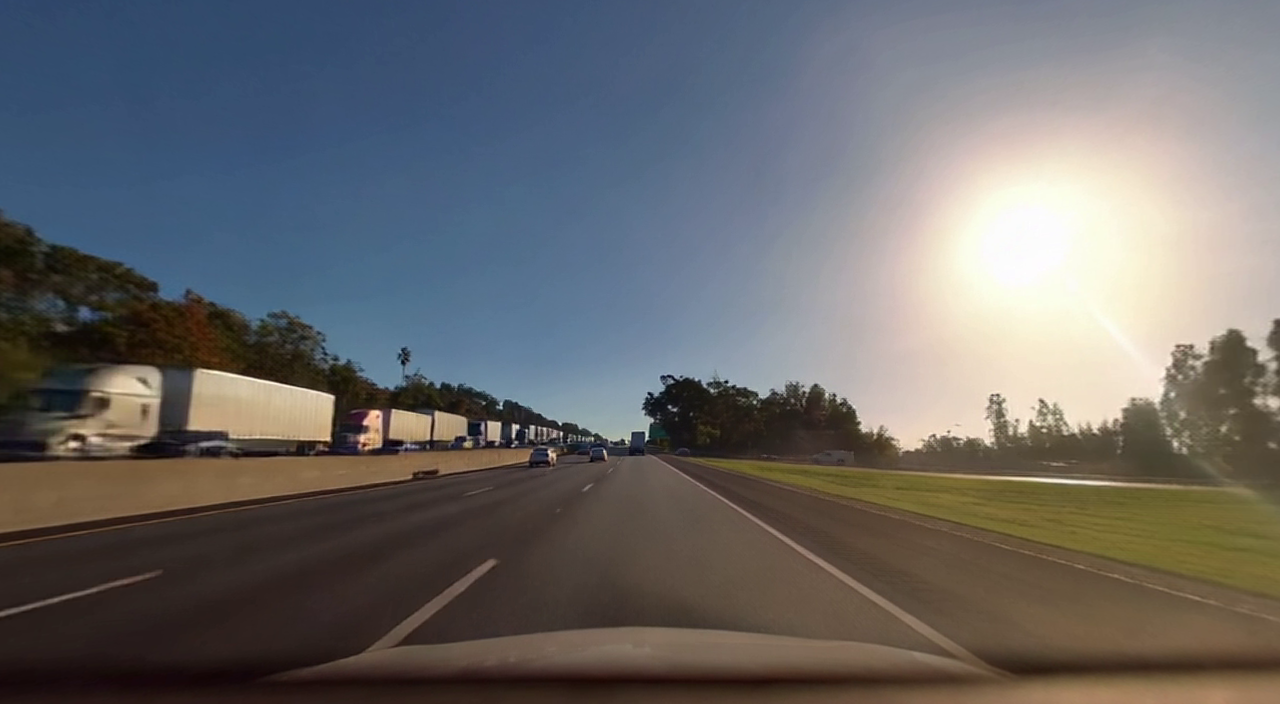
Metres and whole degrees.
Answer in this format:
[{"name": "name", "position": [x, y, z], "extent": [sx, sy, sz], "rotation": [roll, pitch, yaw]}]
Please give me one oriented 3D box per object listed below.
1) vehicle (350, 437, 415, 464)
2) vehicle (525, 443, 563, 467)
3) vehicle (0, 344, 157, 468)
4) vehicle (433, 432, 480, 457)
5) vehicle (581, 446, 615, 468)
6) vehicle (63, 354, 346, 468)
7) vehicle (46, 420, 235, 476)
[{"name": "vehicle", "position": [-14.321, 5.515, 35.335], "extent": [1.841, 1.428, 4.119], "rotation": [0, -9, 1]}, {"name": "vehicle", "position": [-7.227, 7.815, 47.887], "extent": [2.122, 1.685, 4.714], "rotation": [0, -9, 0]}, {"name": "vehicle", "position": [-18.473, 1.816, 20.626], "extent": [2.963, 3.801, 2.502], "rotation": [0, -9, 0]}, {"name": "vehicle", "position": [-14.069, 7.185, 48.572], "extent": [2.133, 1.816, 5.142], "rotation": [0, -9, -1]}, {"name": "vehicle", "position": [-3.011, 7.652, 46.058], "extent": [2.076, 1.453, 4.094], "rotation": [0, -9, 2]}, {"name": "vehicle", "position": [-18.508, 3.163, 29.175], "extent": [2.834, 3.974, 14.371], "rotation": [0, -9, 0]}, {"name": "vehicle", "position": [-14.360, 2.834, 18.547], "extent": [2.014, 1.444, 4.352], "rotation": [0, -9, -1]}]
